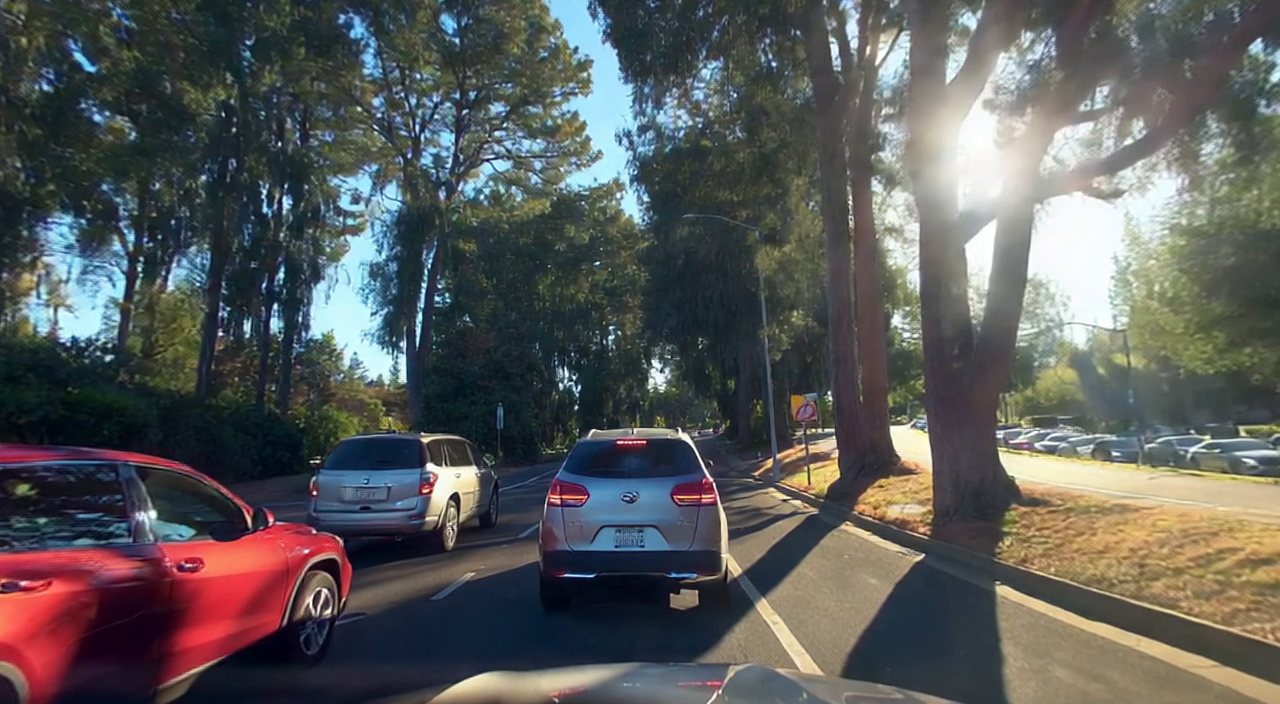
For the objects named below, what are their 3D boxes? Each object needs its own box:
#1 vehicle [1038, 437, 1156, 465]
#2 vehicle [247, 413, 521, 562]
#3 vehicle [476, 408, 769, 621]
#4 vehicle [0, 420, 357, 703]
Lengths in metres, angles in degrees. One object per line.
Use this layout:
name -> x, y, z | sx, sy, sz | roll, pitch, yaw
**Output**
vehicle -> 28.488, 6.180, 39.471 | 5.955, 1.702, 2.166 | 1, -8, -6
vehicle -> -3.482, 1.947, 9.855 | 2.188, 1.745, 4.618 | 0, -8, 2
vehicle -> -0.032, 1.524, 6.832 | 2.229, 1.591, 3.897 | -1, -8, 3
vehicle -> -3.662, 1.166, 3.621 | 1.922, 1.464, 4.424 | 0, -8, 2
